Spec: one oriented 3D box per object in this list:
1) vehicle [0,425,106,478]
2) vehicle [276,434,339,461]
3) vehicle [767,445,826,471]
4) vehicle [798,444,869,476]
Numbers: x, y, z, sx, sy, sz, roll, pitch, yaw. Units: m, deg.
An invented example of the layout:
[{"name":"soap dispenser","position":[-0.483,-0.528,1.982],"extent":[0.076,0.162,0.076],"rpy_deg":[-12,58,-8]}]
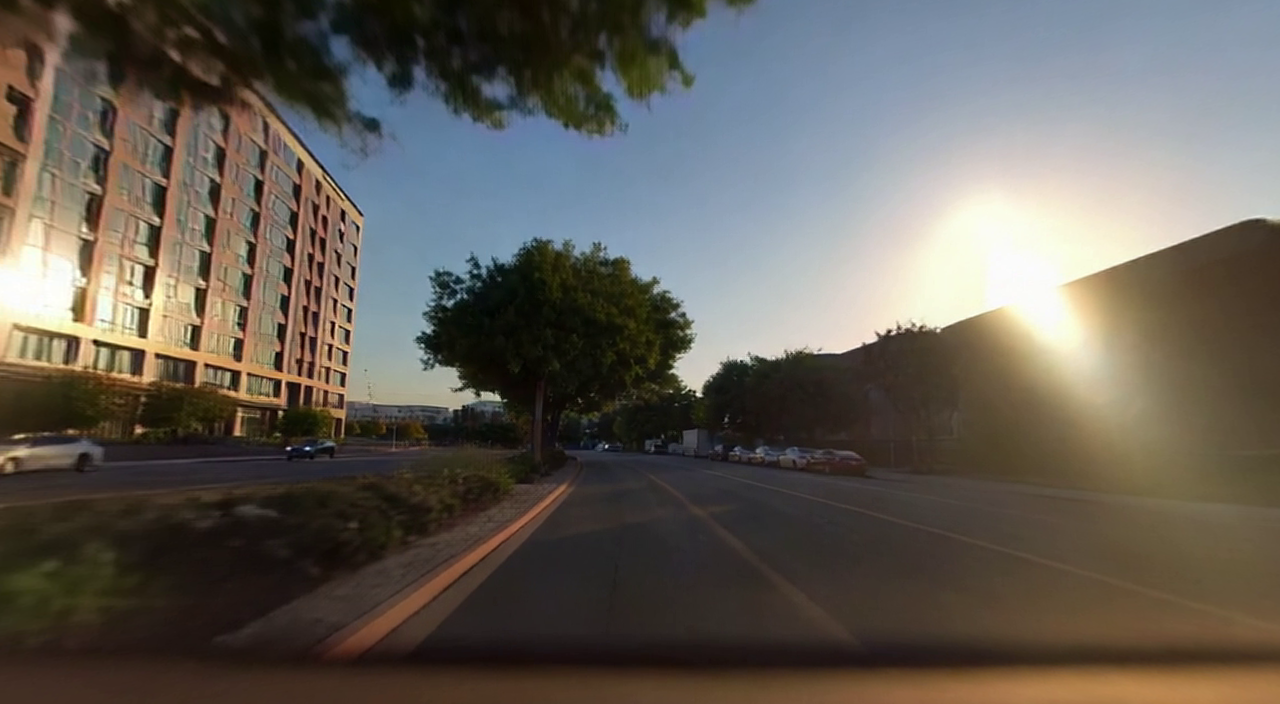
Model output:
[{"name":"vehicle","position":[-18.906,3.039,19.306],"extent":[1.822,1.453,4.053],"rpy_deg":[1,-9,-5]},{"name":"vehicle","position":[-20.425,5.871,39.024],"extent":[1.938,1.524,4.107],"rpy_deg":[1,-8,-5]},{"name":"vehicle","position":[9.365,6.398,38.275],"extent":[1.838,1.466,4.704],"rpy_deg":[1,-9,-8]},{"name":"vehicle","position":[9.740,5.447,32.167],"extent":[1.907,1.524,4.381],"rpy_deg":[1,-9,-5]}]
